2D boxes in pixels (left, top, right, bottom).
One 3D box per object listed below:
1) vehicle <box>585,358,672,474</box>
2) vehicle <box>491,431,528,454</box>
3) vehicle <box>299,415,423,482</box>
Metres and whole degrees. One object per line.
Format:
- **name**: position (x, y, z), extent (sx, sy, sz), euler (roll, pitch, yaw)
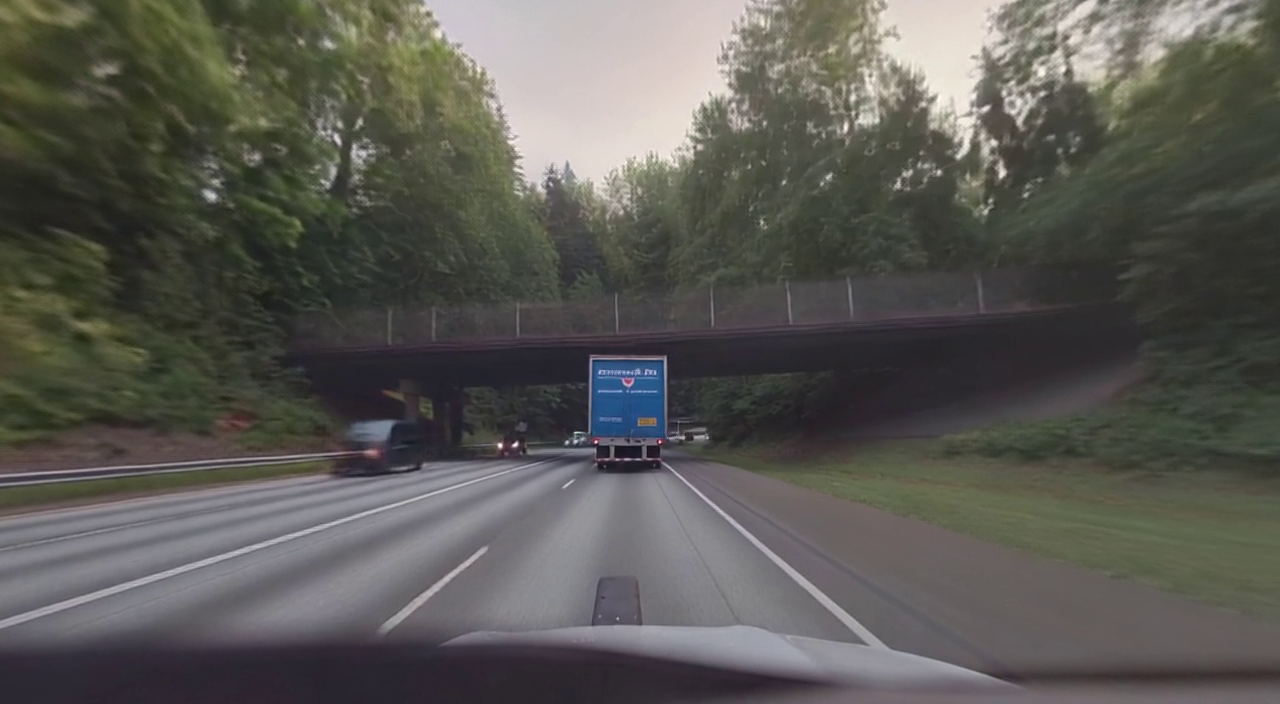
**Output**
- **vehicle**: position (-0.626, 2.795, 26.167), extent (2.895, 3.861, 10.213), euler (0, -8, -3)
- **vehicle**: position (-9.116, 6.384, 44.342), extent (1.828, 1.533, 3.432), euler (0, -8, 1)
- **vehicle**: position (-8.676, 3.028, 20.097), extent (2.037, 1.853, 4.336), euler (0, -8, -1)
